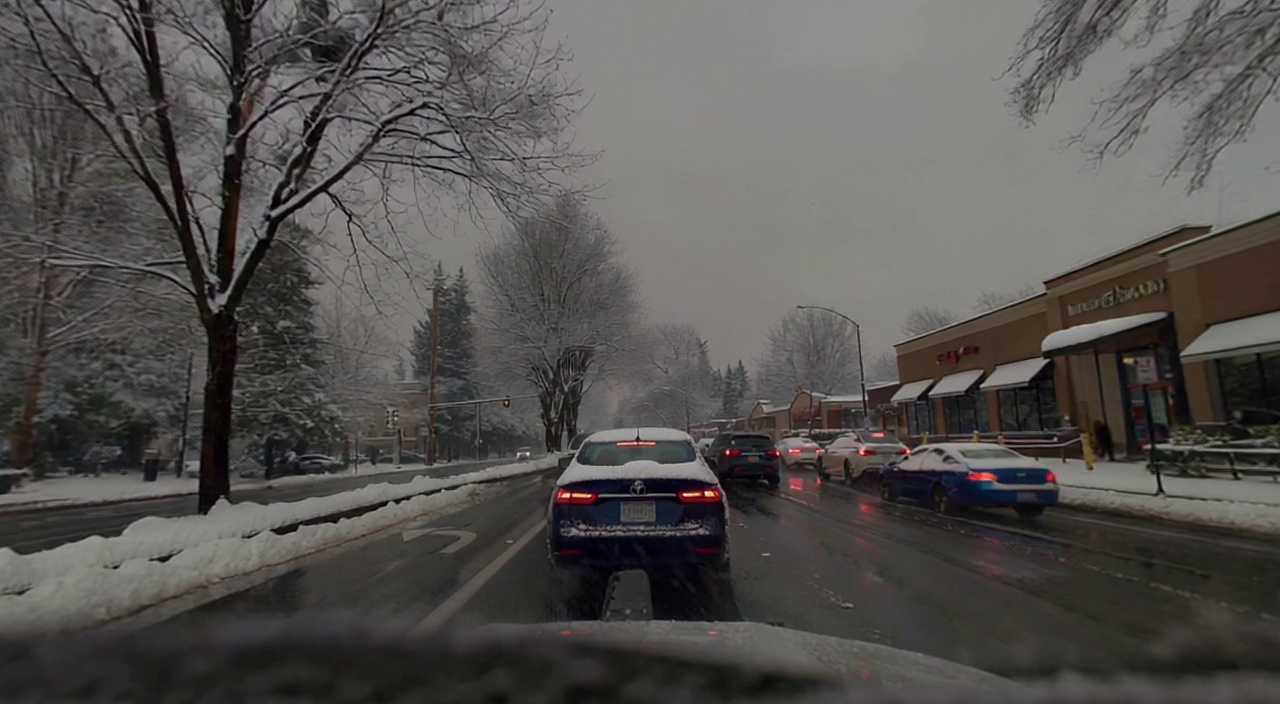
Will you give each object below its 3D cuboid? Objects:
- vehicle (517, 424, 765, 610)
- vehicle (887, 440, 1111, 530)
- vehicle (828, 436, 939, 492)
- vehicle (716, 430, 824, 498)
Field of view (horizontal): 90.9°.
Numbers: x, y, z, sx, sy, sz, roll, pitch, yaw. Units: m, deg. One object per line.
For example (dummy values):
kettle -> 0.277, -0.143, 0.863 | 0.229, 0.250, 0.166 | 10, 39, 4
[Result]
vehicle -> -0.028, 1.642, 7.288 | 1.977, 1.465, 4.376 | 0, -8, -1
vehicle -> 6.848, 2.537, 12.732 | 1.911, 1.468, 4.417 | 0, -8, 0
vehicle -> 7.952, 3.674, 21.114 | 1.963, 1.637, 4.527 | 0, -8, 1
vehicle -> 3.616, 3.204, 18.463 | 2.114, 1.736, 4.553 | 0, -8, -1
